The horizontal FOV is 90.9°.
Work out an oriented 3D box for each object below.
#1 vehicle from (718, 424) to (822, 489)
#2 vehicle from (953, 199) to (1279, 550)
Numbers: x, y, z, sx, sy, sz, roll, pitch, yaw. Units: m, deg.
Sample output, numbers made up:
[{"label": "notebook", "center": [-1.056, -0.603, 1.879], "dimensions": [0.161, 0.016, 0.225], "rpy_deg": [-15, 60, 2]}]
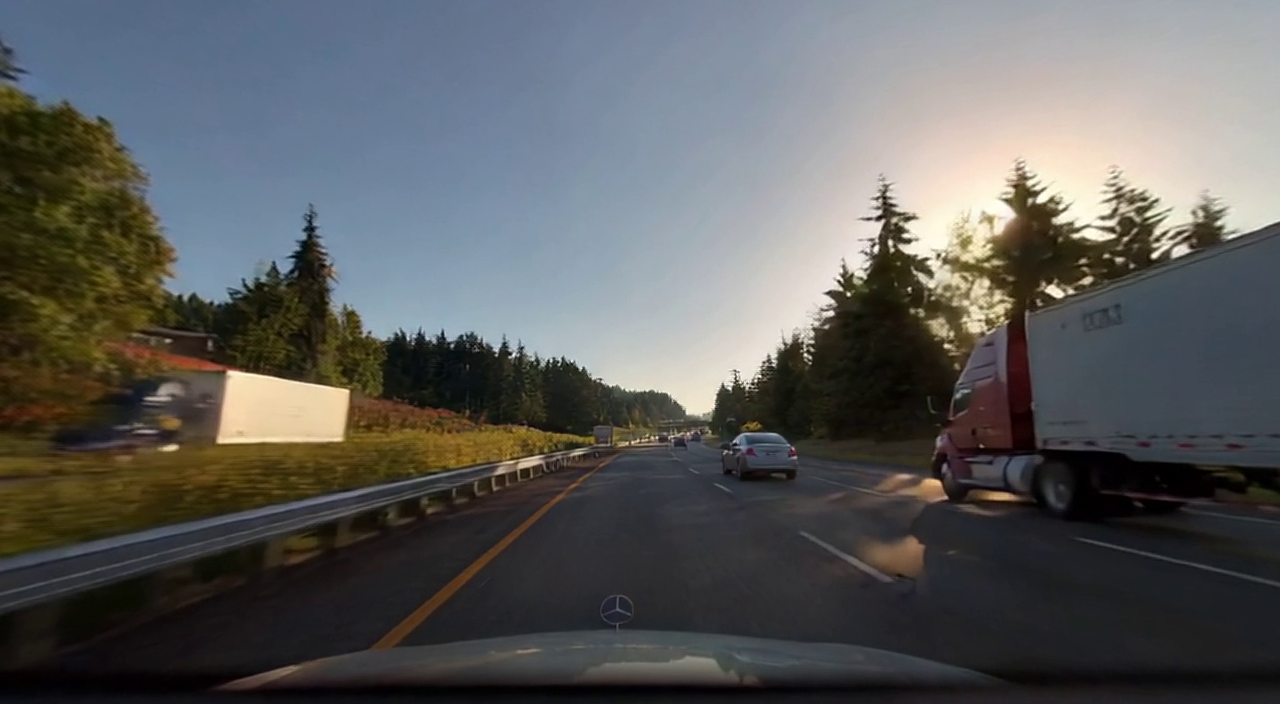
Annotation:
[{"label": "vehicle", "center": [3.694, 3.041, 18.801], "dimensions": [2.011, 1.672, 4.415], "rpy_deg": [0, -8, -2]}, {"label": "vehicle", "center": [9.259, 0.295, 7.678], "dimensions": [3.440, 4.093, 13.944], "rpy_deg": [0, -8, -1]}]
